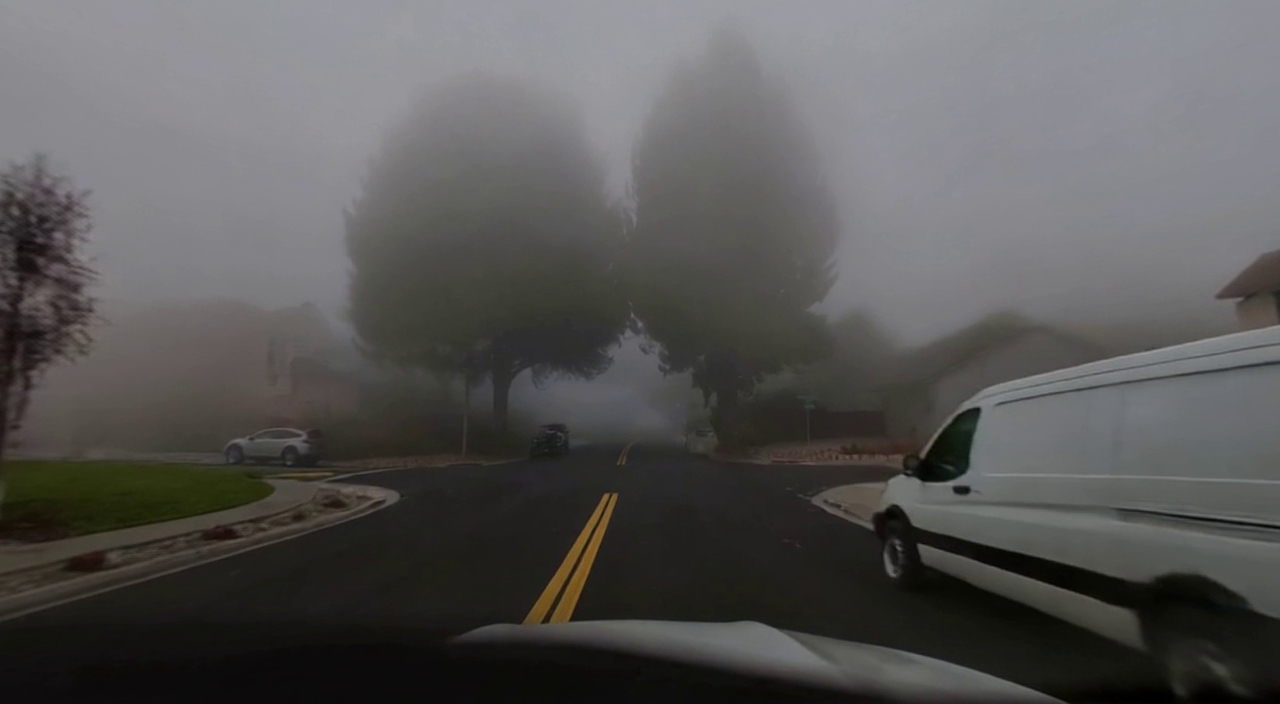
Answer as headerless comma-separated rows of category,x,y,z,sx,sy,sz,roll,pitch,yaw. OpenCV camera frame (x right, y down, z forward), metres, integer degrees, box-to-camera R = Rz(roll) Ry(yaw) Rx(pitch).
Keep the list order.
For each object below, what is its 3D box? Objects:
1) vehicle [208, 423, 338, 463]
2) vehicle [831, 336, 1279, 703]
vehicle,-17.063,4.284,29.557,4.722,1.730,2.109,0,-11,3
vehicle,3.056,1.084,3.938,2.074,1.646,5.457,2,-8,0
